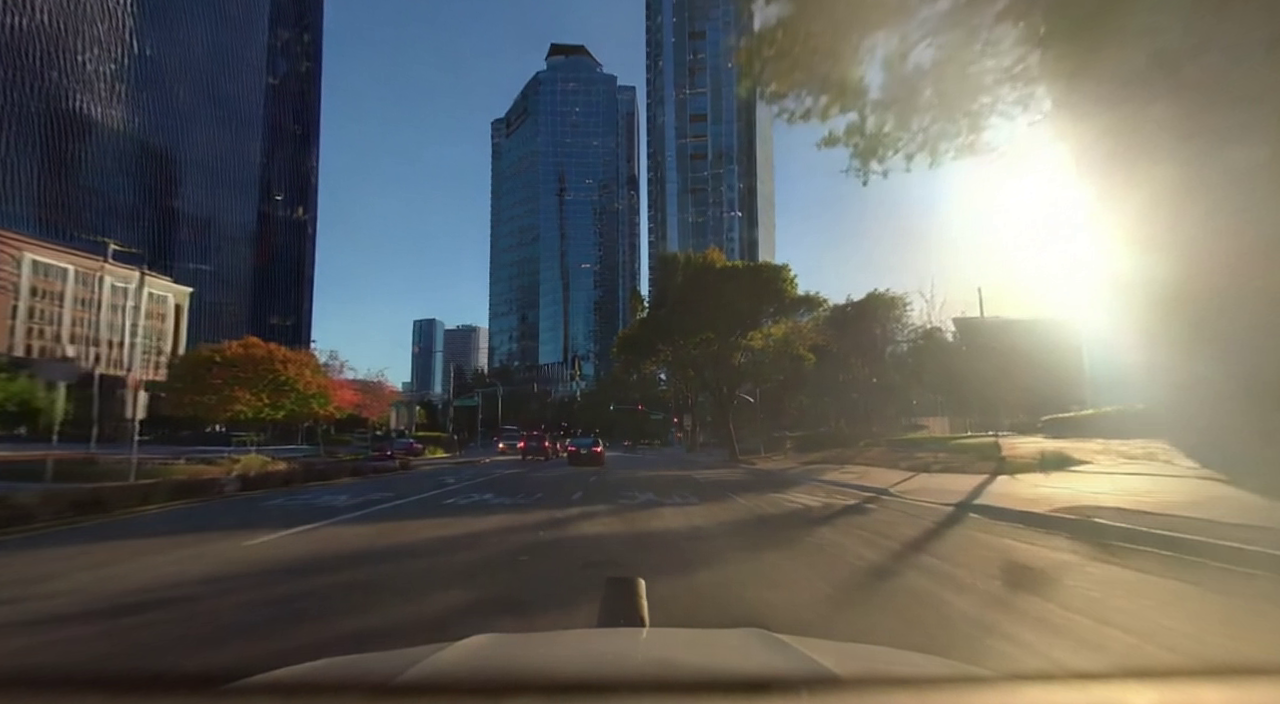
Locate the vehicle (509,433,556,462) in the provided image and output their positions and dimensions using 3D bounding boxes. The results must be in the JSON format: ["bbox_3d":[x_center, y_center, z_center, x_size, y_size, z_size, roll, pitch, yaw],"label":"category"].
[{"bbox_3d":[-7.217,6.497,42.935,2.204,1.844,4.766,0,-9,2],"label":"vehicle"}]
